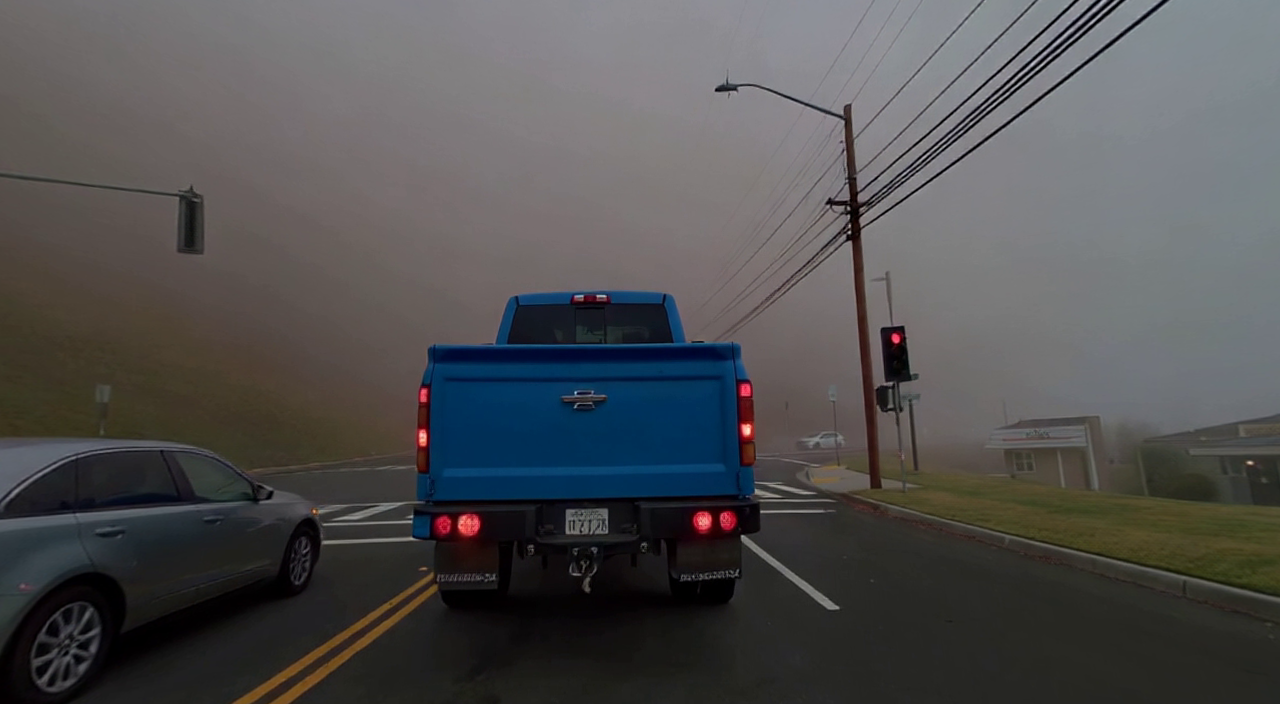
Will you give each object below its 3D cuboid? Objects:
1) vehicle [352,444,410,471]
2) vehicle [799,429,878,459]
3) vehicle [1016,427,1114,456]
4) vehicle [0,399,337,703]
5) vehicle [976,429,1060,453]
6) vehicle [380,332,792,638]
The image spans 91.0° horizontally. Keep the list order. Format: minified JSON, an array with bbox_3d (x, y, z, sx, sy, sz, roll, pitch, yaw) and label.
[{"bbox_3d":[-17.138,7.009,41.906,2.133,1.690,4.331,0,-9,-3],"label":"vehicle"},{"bbox_3d":[14.200,6.555,44.756,6.346,1.917,2.360,8,-11,-42],"label":"vehicle"},{"bbox_3d":[25.548,5.394,37.935,4.419,1.496,1.854,-2,-9,1],"label":"vehicle"},{"bbox_3d":[-3.965,1.188,3.979,2.017,1.555,4.150,-1,-9,0],"label":"vehicle"},{"bbox_3d":[28.410,6.730,47.421,5.021,1.757,2.012,0,-8,0],"label":"vehicle"},{"bbox_3d":[-0.429,1.322,7.207,2.859,2.144,5.406,0,-9,-1],"label":"vehicle"}]
